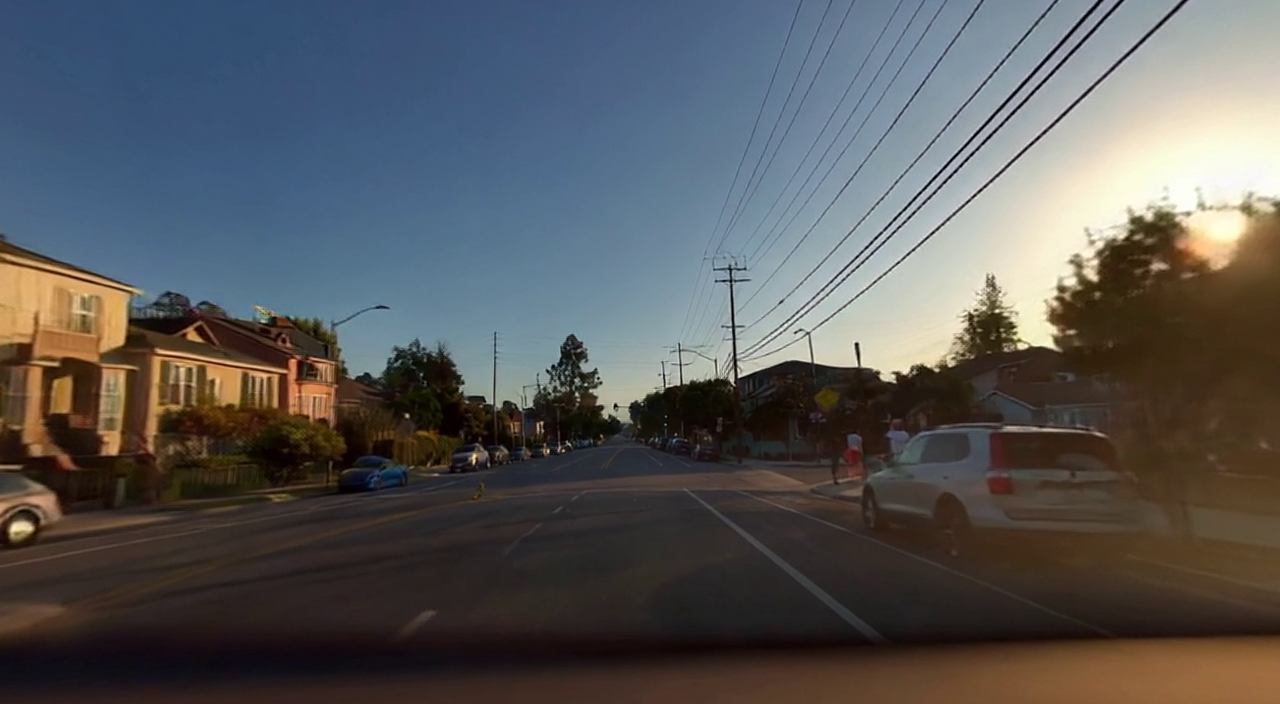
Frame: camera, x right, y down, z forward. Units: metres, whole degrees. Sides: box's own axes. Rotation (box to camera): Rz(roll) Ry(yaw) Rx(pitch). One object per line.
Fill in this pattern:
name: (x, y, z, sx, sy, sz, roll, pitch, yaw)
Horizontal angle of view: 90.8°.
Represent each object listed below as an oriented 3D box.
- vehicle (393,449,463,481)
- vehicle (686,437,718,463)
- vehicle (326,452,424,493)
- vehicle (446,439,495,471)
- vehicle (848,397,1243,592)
vehicle: (-11.129, 5.937, 33.554, 2.082, 1.540, 4.654, 0, -8, 0)
vehicle: (4.293, 6.844, 44.277, 1.867, 1.680, 4.176, 0, -8, 0)
vehicle: (-11.166, 5.073, 27.050, 1.970, 1.523, 4.702, -1, -8, 2)
vehicle: (-11.223, 6.850, 42.278, 2.056, 1.980, 4.763, 0, -8, -1)
vehicle: (4.518, 1.647, 8.116, 2.126, 1.802, 4.259, 0, -8, -2)
